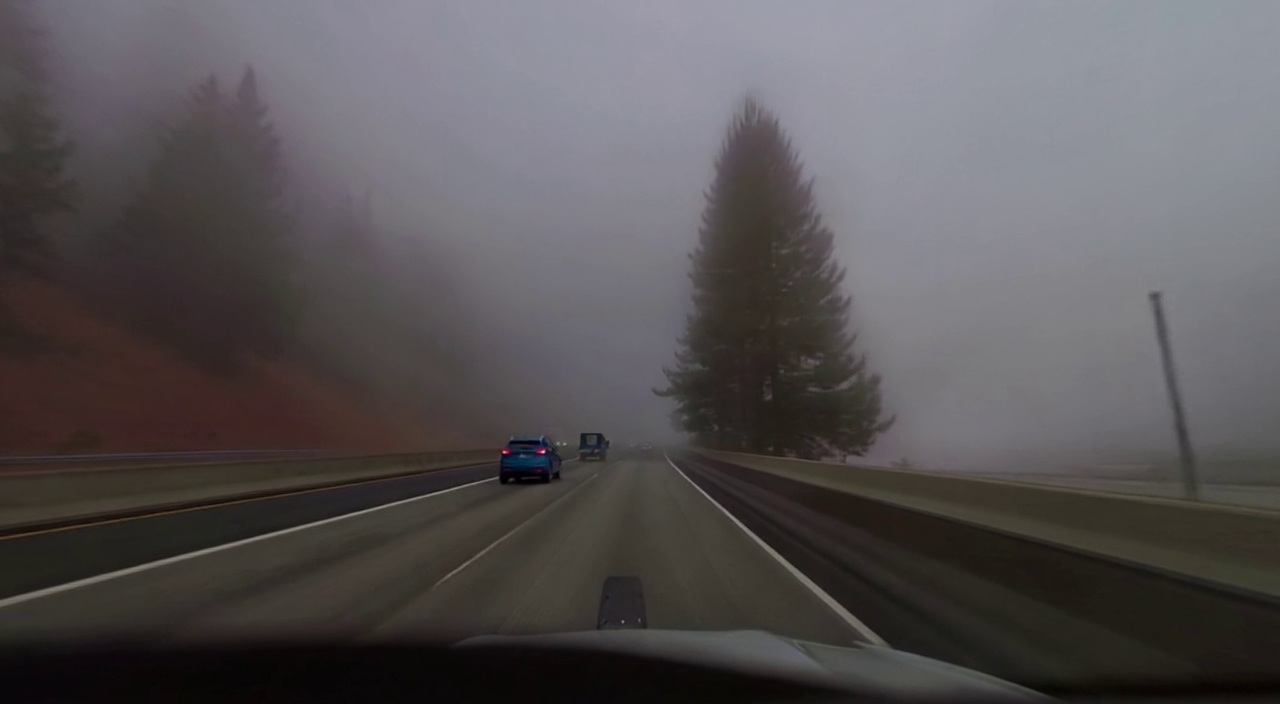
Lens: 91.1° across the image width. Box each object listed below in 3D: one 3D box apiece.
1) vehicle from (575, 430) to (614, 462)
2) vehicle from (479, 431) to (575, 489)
[{"bbox_3d":[-3.168,6.694,44.726,2.241,2.095,4.985,-1,-8,2],"label":"vehicle"},{"bbox_3d":[-3.404,3.378,19.958,2.053,1.589,4.671,-1,-8,2],"label":"vehicle"}]
